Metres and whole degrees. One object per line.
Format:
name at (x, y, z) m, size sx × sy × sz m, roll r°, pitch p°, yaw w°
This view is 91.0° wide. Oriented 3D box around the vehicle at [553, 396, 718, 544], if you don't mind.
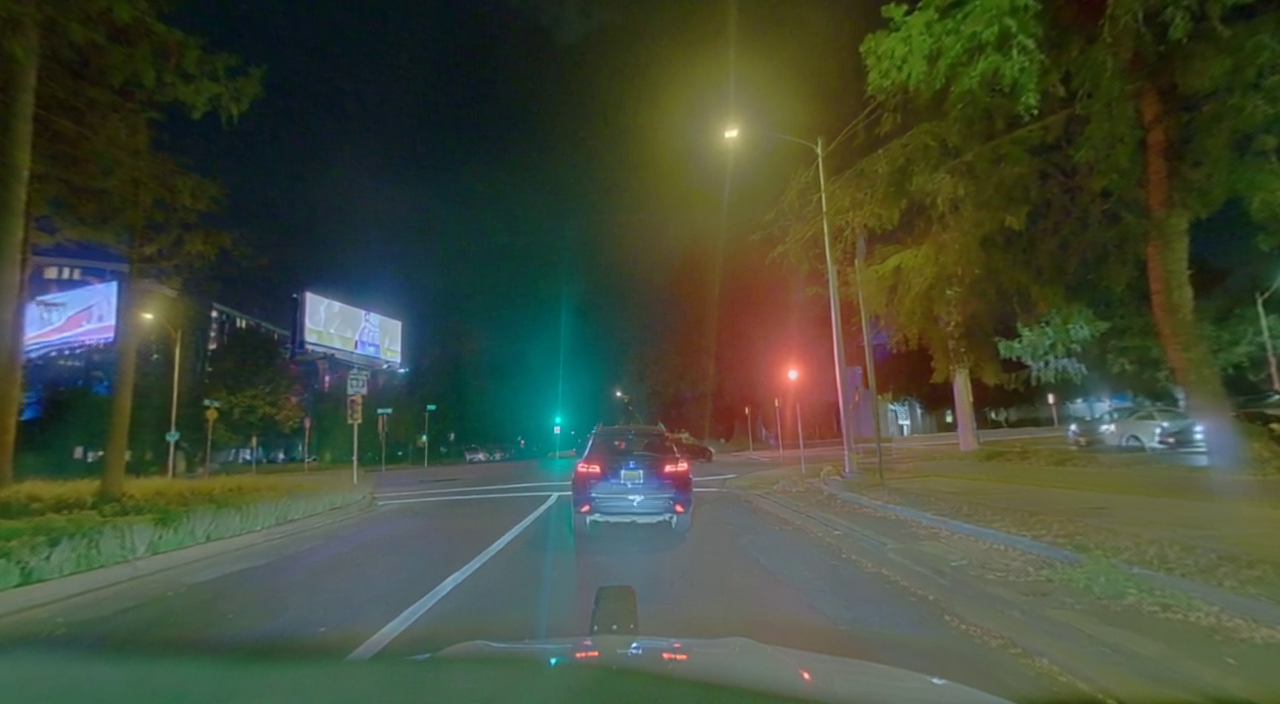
vehicle at (-0.083, 1.818, 10.218) m, size 2.142 × 1.904 × 3.816 m, roll 0°, pitch -8°, yaw -1°
